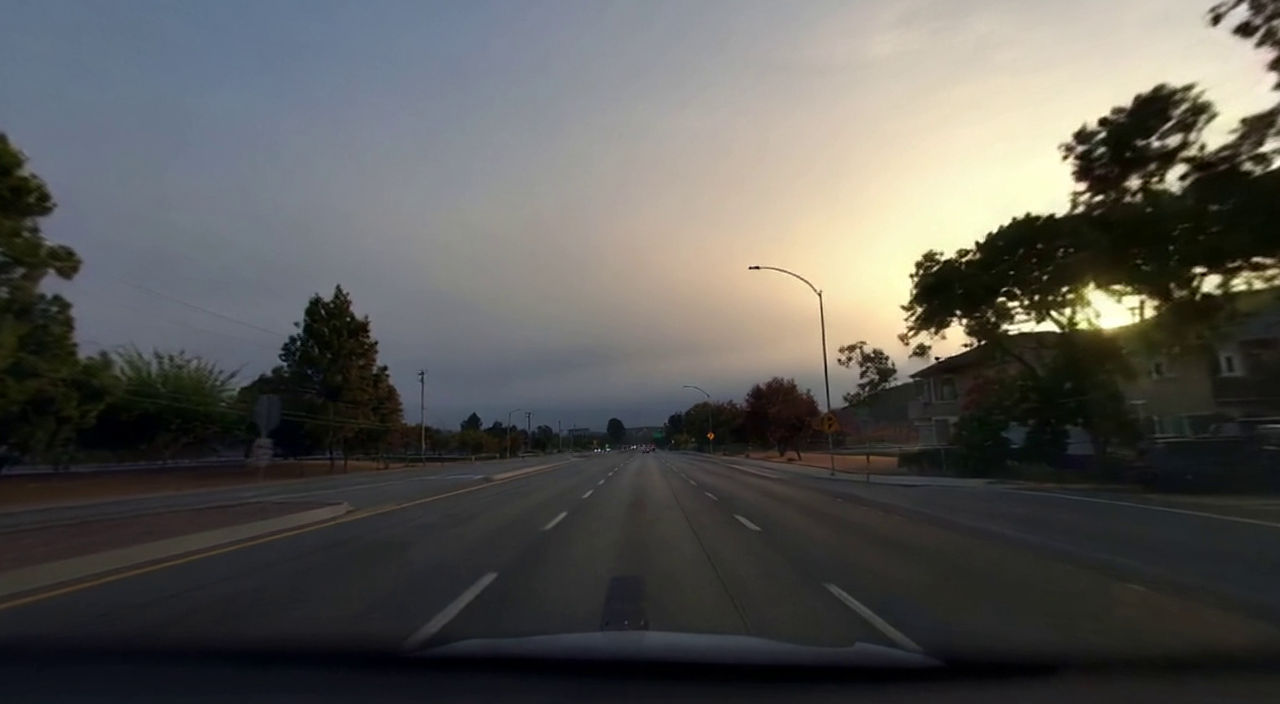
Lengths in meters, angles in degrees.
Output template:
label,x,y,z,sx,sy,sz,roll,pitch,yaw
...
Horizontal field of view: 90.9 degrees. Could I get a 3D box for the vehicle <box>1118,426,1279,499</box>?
label,x,y,z,sx,sy,sz,roll,pitch,yaw
vehicle,17.877,3.141,18.338,5.770,1.844,2.360,-3,-7,5
